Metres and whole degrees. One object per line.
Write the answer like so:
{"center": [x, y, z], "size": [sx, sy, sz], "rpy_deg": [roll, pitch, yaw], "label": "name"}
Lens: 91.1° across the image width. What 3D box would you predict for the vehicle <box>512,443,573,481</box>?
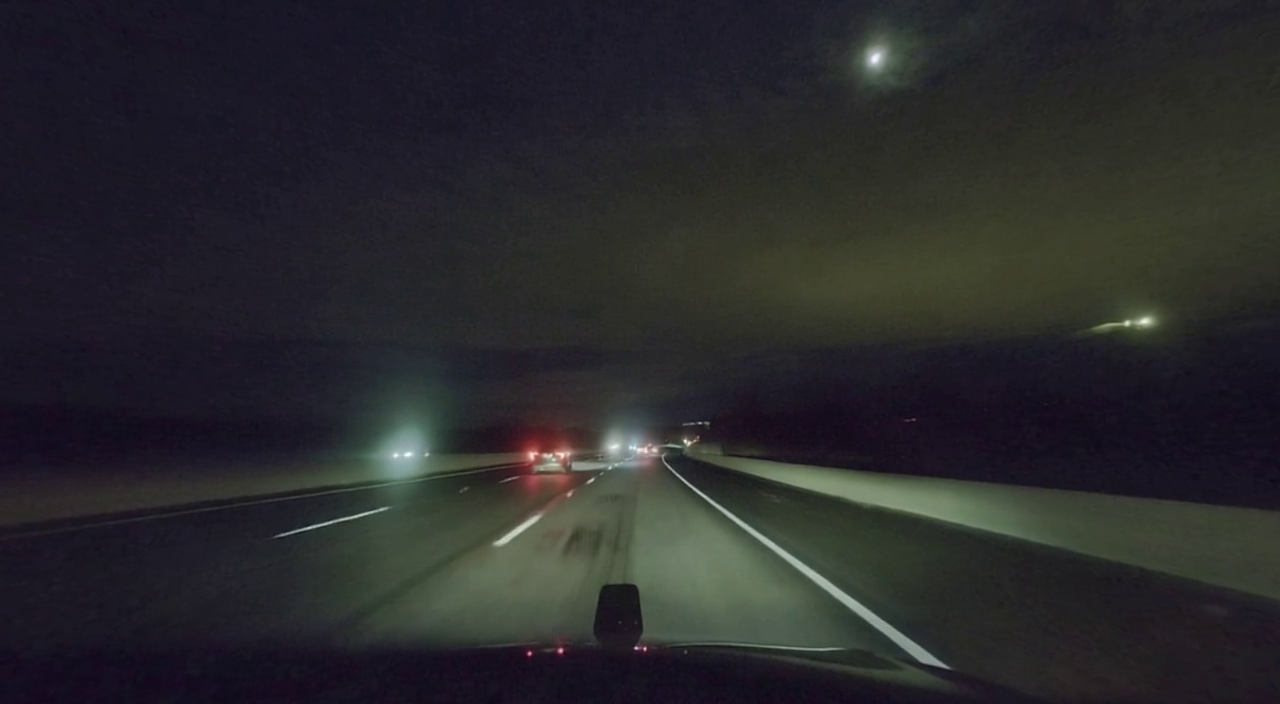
{"center": [-4.260, 4.884, 28.186], "size": [1.961, 1.540, 4.487], "rpy_deg": [-1, -9, 1], "label": "vehicle"}
